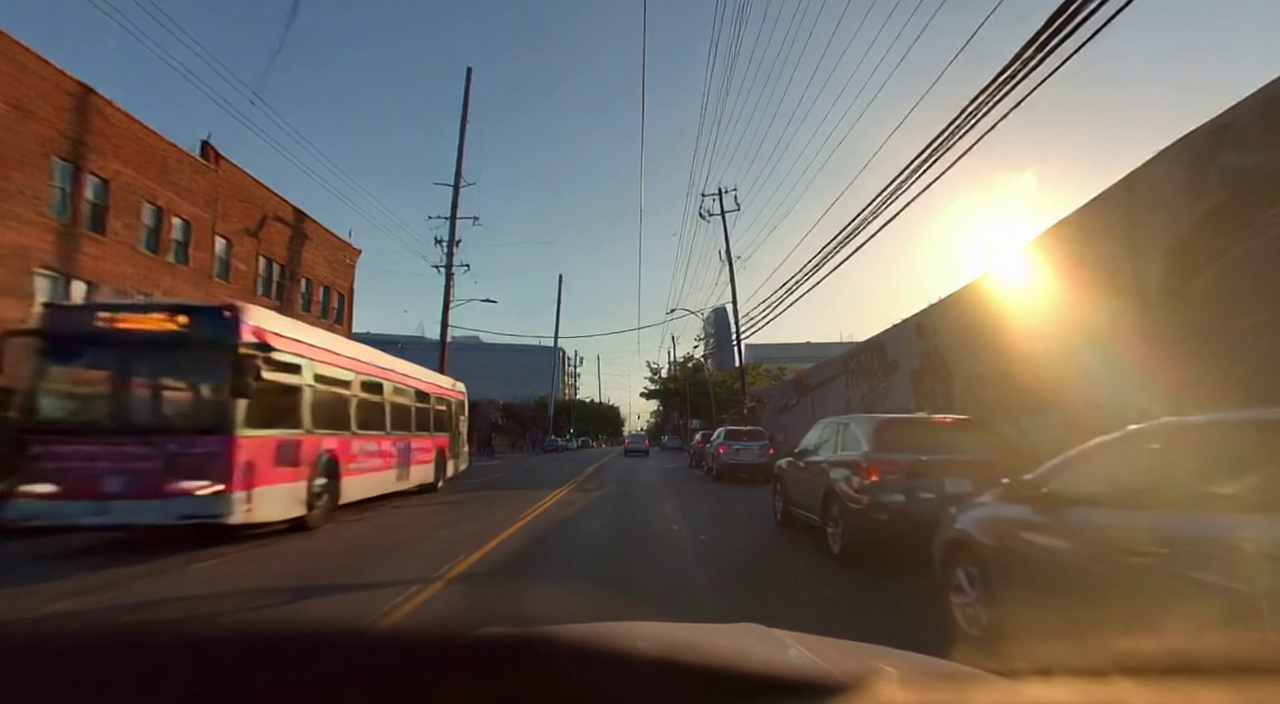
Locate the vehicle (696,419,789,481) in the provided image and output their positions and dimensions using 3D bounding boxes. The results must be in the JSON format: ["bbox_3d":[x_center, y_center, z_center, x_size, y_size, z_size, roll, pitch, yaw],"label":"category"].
[{"bbox_3d":[3.156,3.178,20.502,2.102,1.765,4.674,0,-9,-2],"label":"vehicle"}]

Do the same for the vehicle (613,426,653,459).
[{"bbox_3d":[-0.402,5.365,37.269,2.190,1.783,4.048,0,-9,0],"label":"vehicle"}]

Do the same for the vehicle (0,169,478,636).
[{"bbox_3d":[-5.298,1.247,10.856,3.297,3.342,12.875,1,-9,-8],"label":"vehicle"}]

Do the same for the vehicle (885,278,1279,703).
[{"bbox_3d":[3.106,0.810,2.834,2.171,1.751,4.373,1,-10,-1],"label":"vehicle"}]
